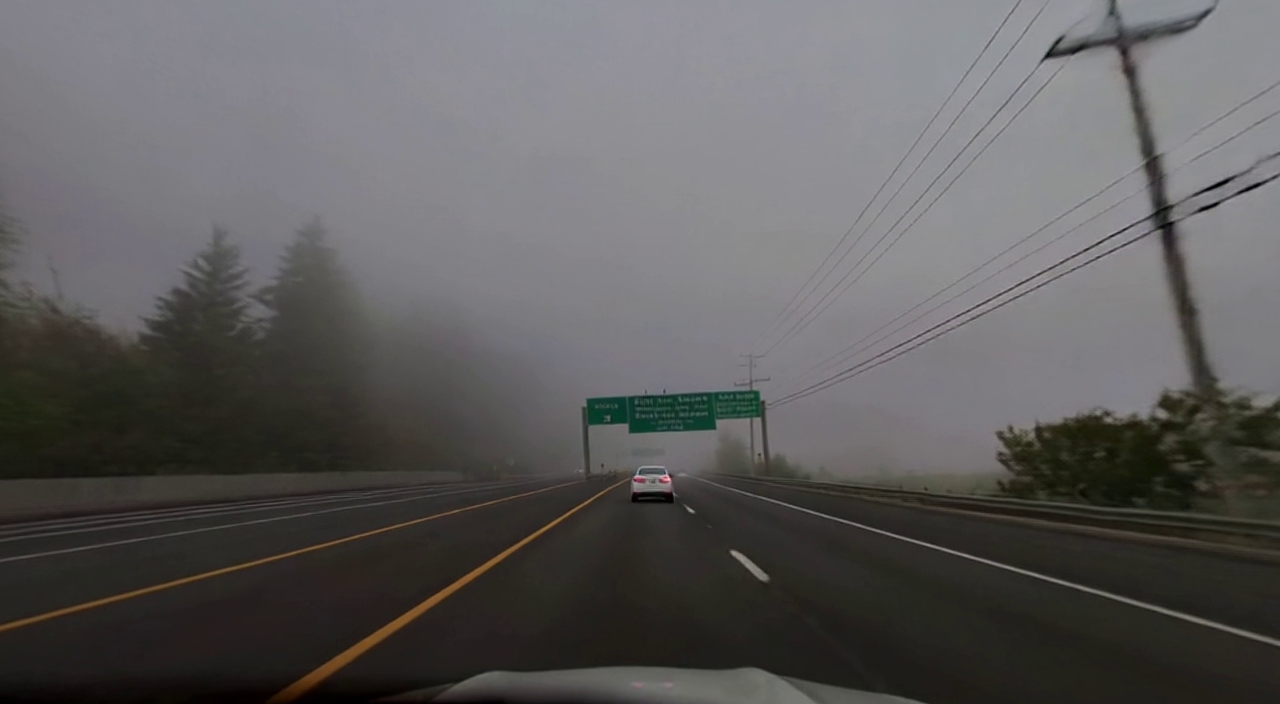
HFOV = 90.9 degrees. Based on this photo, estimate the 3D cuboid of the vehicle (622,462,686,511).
[{"bbox_3d":[0.447,4.566,21.686,1.987,1.480,3.786,1,-10,0],"label":"vehicle"}]
